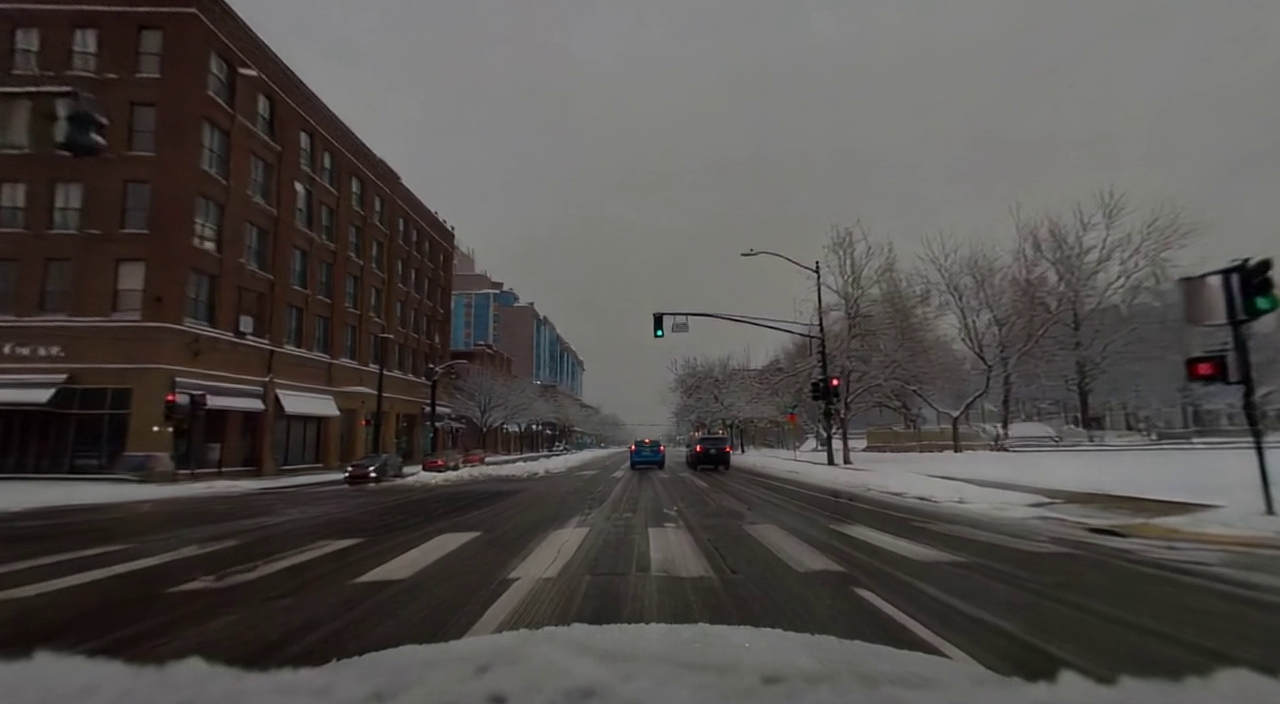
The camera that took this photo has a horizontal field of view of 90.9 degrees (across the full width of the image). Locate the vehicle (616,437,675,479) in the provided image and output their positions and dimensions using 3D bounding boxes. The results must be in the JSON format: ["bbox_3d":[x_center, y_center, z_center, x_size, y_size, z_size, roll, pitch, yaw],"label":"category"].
[{"bbox_3d":[0.197,4.382,26.332,2.245,1.587,4.094,0,-9,0],"label":"vehicle"}]

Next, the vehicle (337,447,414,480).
[{"bbox_3d":[-13.740,5.795,33.115,1.984,1.618,4.568,0,-9,1],"label":"vehicle"}]

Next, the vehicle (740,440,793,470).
[{"bbox_3d":[7.020,5.789,35.475,1.961,1.510,4.707,0,-9,0],"label":"vehicle"}]

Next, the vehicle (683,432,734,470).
[{"bbox_3d":[3.692,5.462,34.828,2.159,1.938,4.836,0,-9,-1],"label":"vehicle"}]
